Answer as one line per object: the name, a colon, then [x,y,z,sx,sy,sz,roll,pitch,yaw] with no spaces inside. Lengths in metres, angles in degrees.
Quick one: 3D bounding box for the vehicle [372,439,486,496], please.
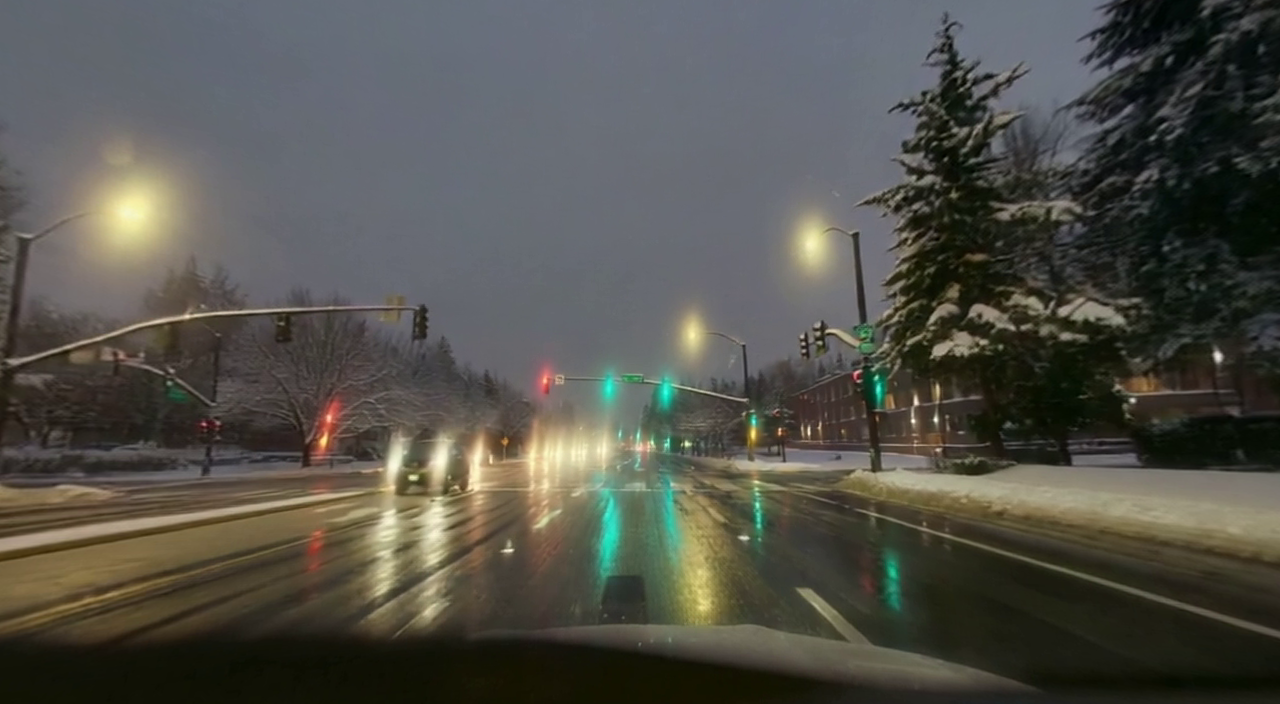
vehicle: [-6.478,3.586,19.952,1.876,1.570,4.980,0,-9,0]
